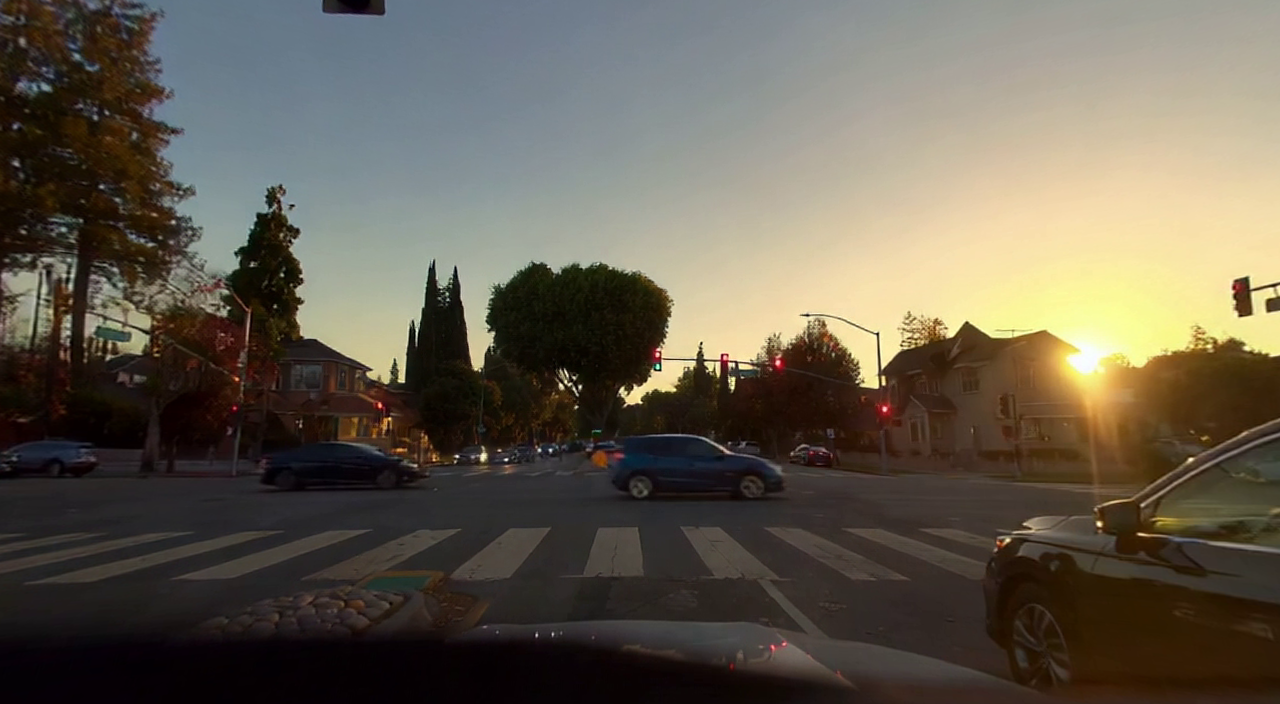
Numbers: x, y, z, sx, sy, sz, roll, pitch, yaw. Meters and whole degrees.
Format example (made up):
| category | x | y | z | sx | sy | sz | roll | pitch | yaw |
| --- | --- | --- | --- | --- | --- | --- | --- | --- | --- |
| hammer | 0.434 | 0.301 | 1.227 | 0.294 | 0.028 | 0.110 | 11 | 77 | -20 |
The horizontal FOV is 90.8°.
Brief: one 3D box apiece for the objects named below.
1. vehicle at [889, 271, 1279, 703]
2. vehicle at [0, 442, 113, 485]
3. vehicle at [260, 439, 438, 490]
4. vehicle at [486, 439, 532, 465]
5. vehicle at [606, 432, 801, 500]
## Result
| category | x | y | z | sx | sy | sz | roll | pitch | yaw |
| --- | --- | --- | --- | --- | --- | --- | --- | --- | --- |
| vehicle | 2.704 | 0.714 | 1.718 | 2.085 | 1.800 | 4.908 | 0 | -9 | 1 |
| vehicle | -22.264 | 4.003 | 22.772 | 4.710 | 1.470 | 1.794 | 1 | -9 | -3 |
| vehicle | -8.928 | 3.479 | 19.703 | 4.561 | 1.468 | 1.921 | 0 | -8 | -1 |
| vehicle | -8.977 | 6.865 | 43.641 | 2.028 | 1.654 | 5.027 | 0 | -9 | 1 |
| vehicle | 1.517 | 2.910 | 16.262 | 4.680 | 1.620 | 1.943 | 0 | -8 | -1 |
